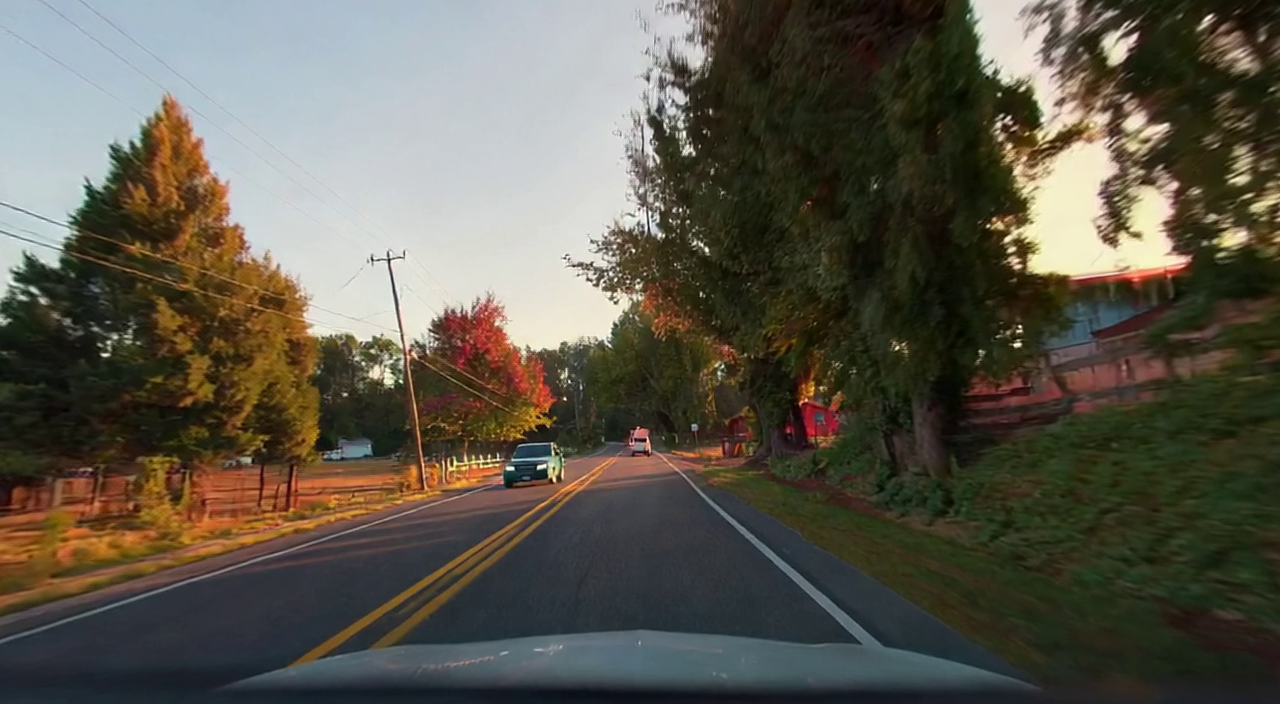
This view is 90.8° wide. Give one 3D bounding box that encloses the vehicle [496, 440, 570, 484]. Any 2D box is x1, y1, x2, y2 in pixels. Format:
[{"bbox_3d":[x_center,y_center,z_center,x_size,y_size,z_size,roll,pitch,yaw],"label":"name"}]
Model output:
[{"bbox_3d":[-4.021,4.211,24.499,2.093,1.563,4.142,0,-8,1],"label":"vehicle"}]
